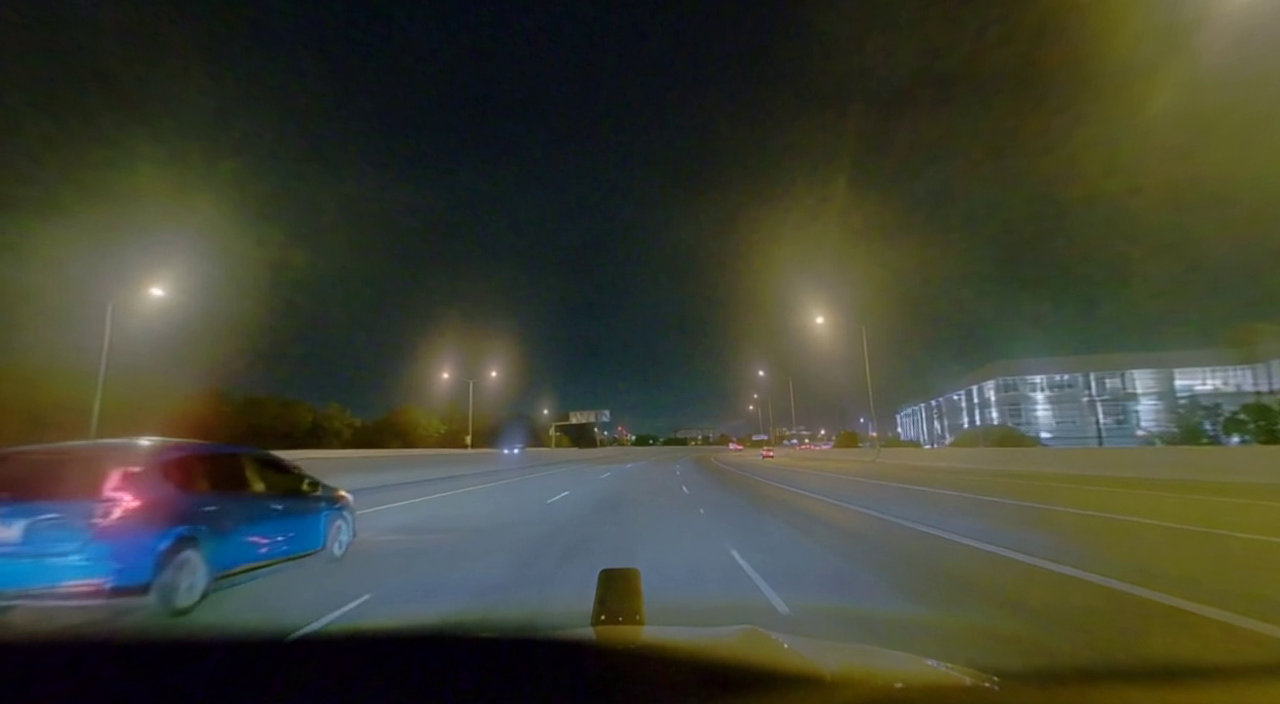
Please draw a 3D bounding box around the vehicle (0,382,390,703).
[{"bbox_3d":[-3.884,1.203,4.641,2.087,1.566,4.756,0,-9,1],"label":"vehicle"}]
